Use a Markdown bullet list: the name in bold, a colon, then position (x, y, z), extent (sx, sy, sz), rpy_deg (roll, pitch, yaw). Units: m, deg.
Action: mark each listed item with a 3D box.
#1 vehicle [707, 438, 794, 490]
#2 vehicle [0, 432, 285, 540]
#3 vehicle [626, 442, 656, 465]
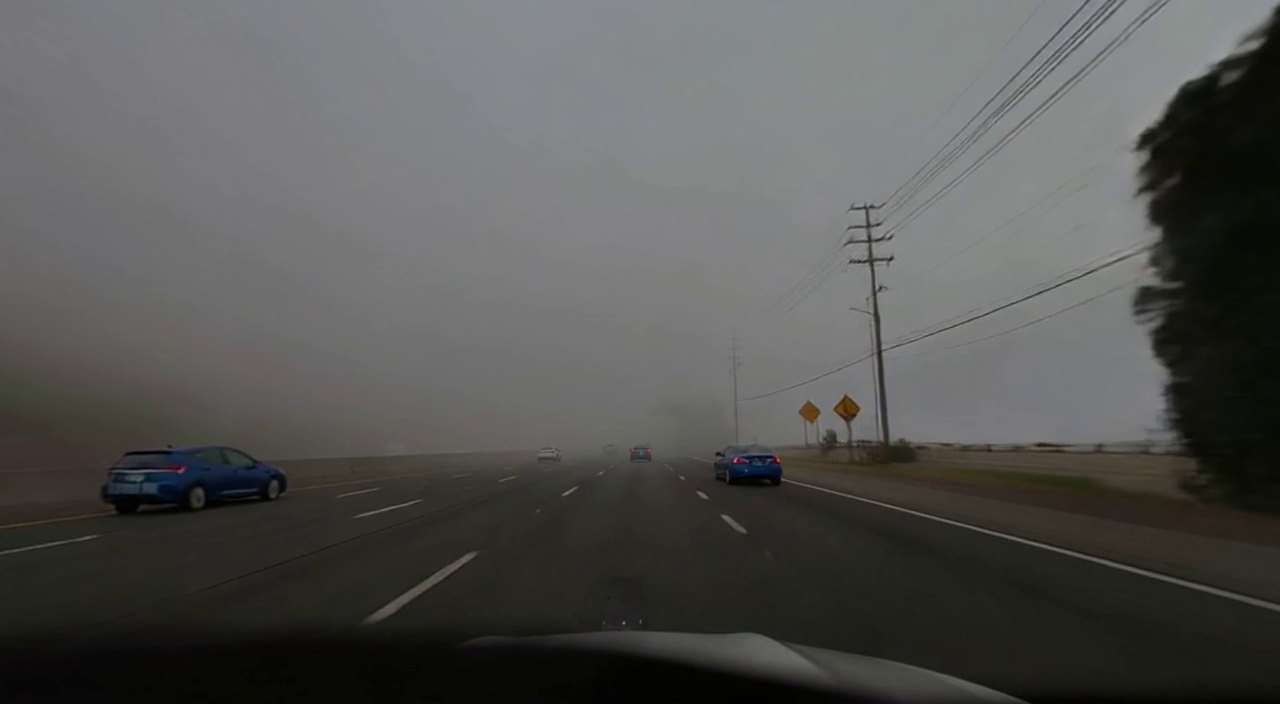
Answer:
- **vehicle**: position (3.522, 3.675, 21.008), extent (2.060, 1.526, 4.387), rpy_deg (0, -8, -1)
- **vehicle**: position (-10.361, 2.765, 13.836), extent (2.241, 1.810, 4.966), rpy_deg (-3, -8, 1)
- **vehicle**: position (0.105, 7.123, 44.458), extent (2.036, 1.474, 3.969), rpy_deg (0, -8, 1)
